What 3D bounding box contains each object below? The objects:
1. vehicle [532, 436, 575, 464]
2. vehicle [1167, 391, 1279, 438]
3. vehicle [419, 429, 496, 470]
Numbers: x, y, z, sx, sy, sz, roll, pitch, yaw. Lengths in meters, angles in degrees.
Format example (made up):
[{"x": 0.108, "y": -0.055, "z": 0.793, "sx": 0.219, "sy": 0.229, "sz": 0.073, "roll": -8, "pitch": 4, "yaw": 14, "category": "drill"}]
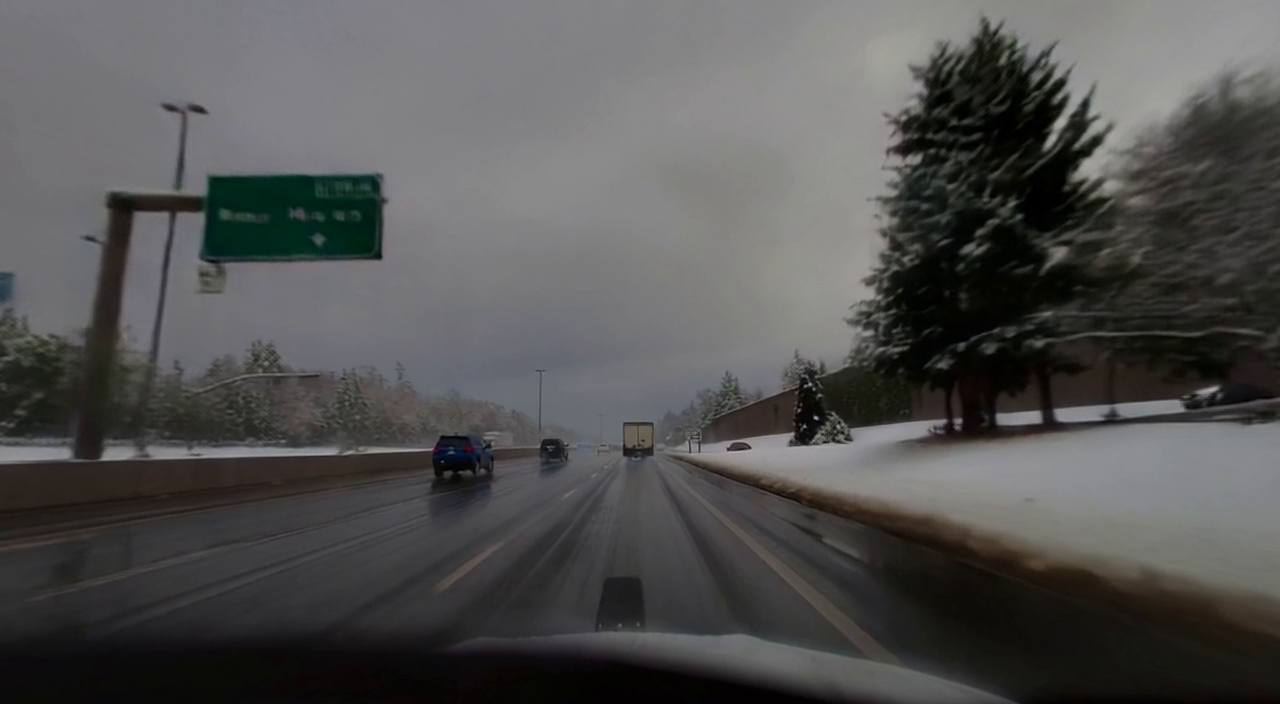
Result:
[{"x": -6.533, "y": 7.497, "z": 48.350, "sx": 2.502, "sy": 1.997, "sz": 5.697, "roll": 0, "pitch": -9, "yaw": 0, "category": "vehicle"}, {"x": 23.334, "y": 2.228, "z": 22.640, "sx": 2.401, "sy": 1.540, "sz": 6.222, "roll": 2, "pitch": -10, "yaw": -18, "category": "vehicle"}, {"x": -10.609, "y": 5.777, "z": 37.337, "sx": 2.571, "sy": 2.169, "sz": 6.443, "roll": 0, "pitch": -9, "yaw": 1, "category": "vehicle"}]
